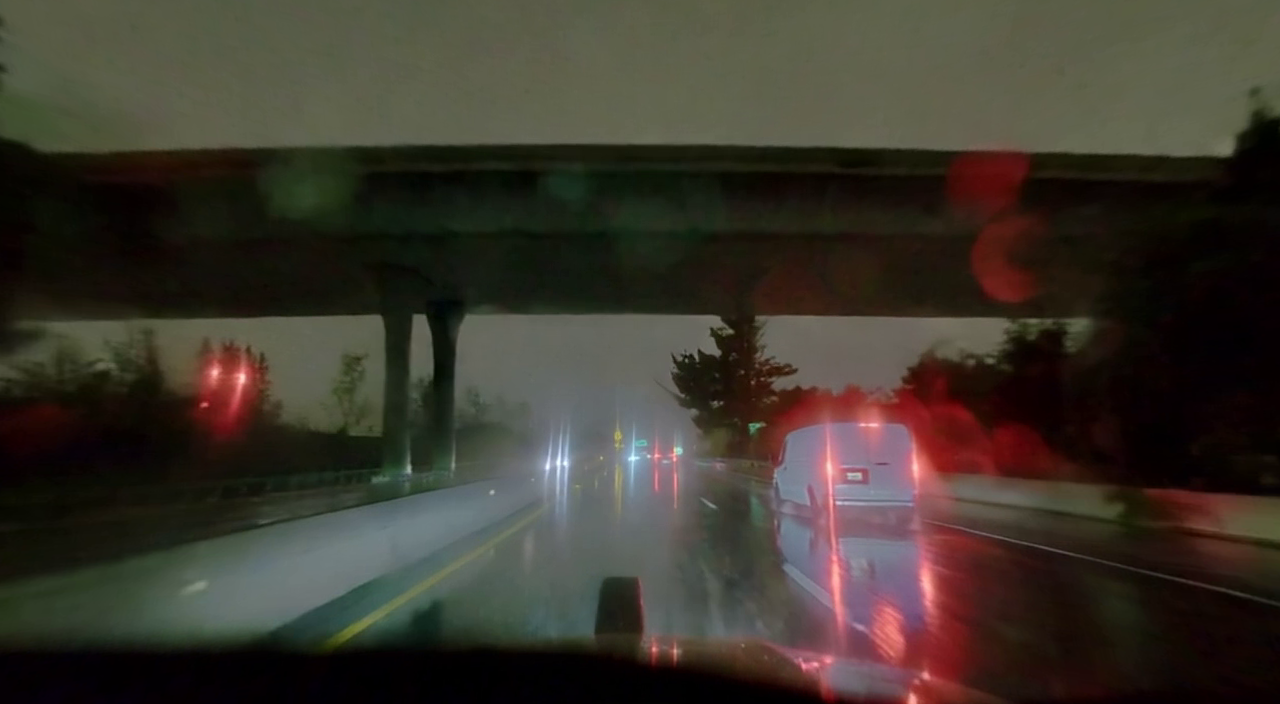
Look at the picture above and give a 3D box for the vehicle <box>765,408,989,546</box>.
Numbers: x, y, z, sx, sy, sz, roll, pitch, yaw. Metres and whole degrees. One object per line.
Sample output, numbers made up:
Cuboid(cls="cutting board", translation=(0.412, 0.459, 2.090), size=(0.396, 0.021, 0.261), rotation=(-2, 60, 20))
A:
Cuboid(cls="vehicle", translation=(4.015, 2.252, 11.997), size=(2.152, 1.998, 5.380), rotation=(0, -9, 0))
